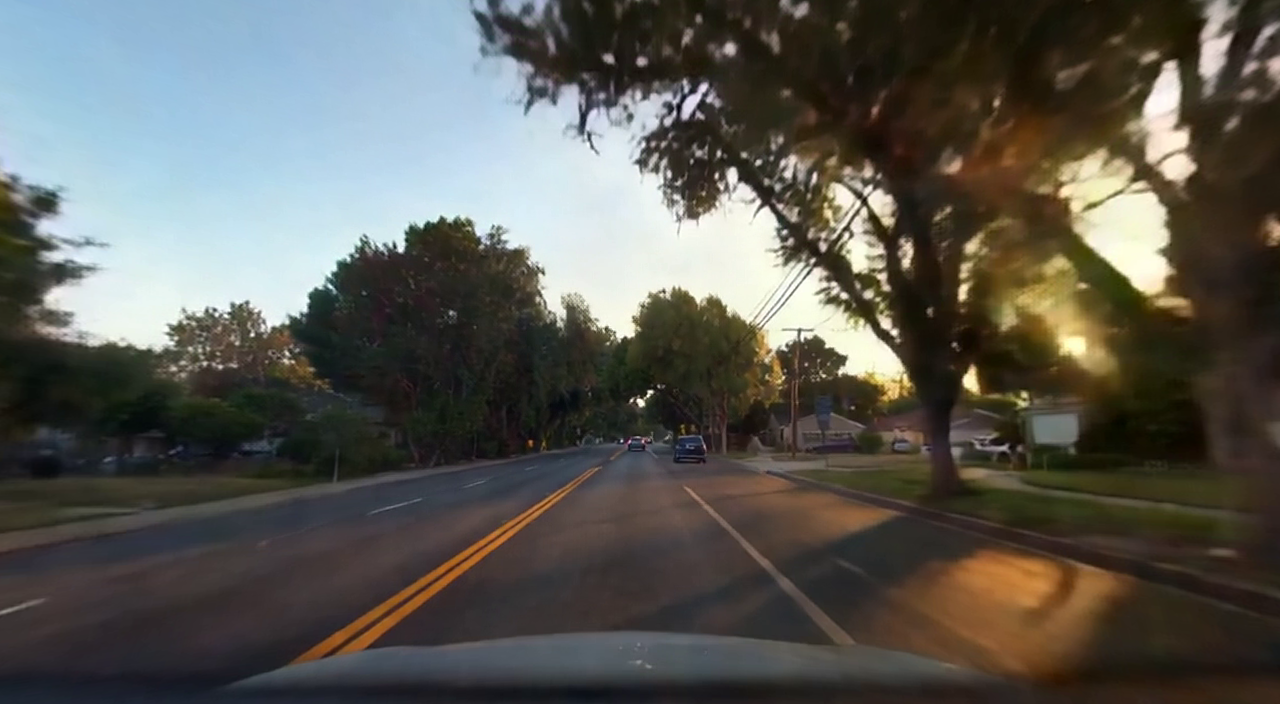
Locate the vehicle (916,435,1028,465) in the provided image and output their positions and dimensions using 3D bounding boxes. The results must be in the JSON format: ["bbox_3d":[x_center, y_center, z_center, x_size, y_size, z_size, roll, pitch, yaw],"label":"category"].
[{"bbox_3d":[16.985,5.023,32.357,4.672,1.463,1.863,0,-8,1],"label":"vehicle"}]

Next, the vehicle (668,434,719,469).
[{"bbox_3d":[2.351,4.538,28.775,1.975,1.497,3.647,0,-8,-1],"label":"vehicle"}]
